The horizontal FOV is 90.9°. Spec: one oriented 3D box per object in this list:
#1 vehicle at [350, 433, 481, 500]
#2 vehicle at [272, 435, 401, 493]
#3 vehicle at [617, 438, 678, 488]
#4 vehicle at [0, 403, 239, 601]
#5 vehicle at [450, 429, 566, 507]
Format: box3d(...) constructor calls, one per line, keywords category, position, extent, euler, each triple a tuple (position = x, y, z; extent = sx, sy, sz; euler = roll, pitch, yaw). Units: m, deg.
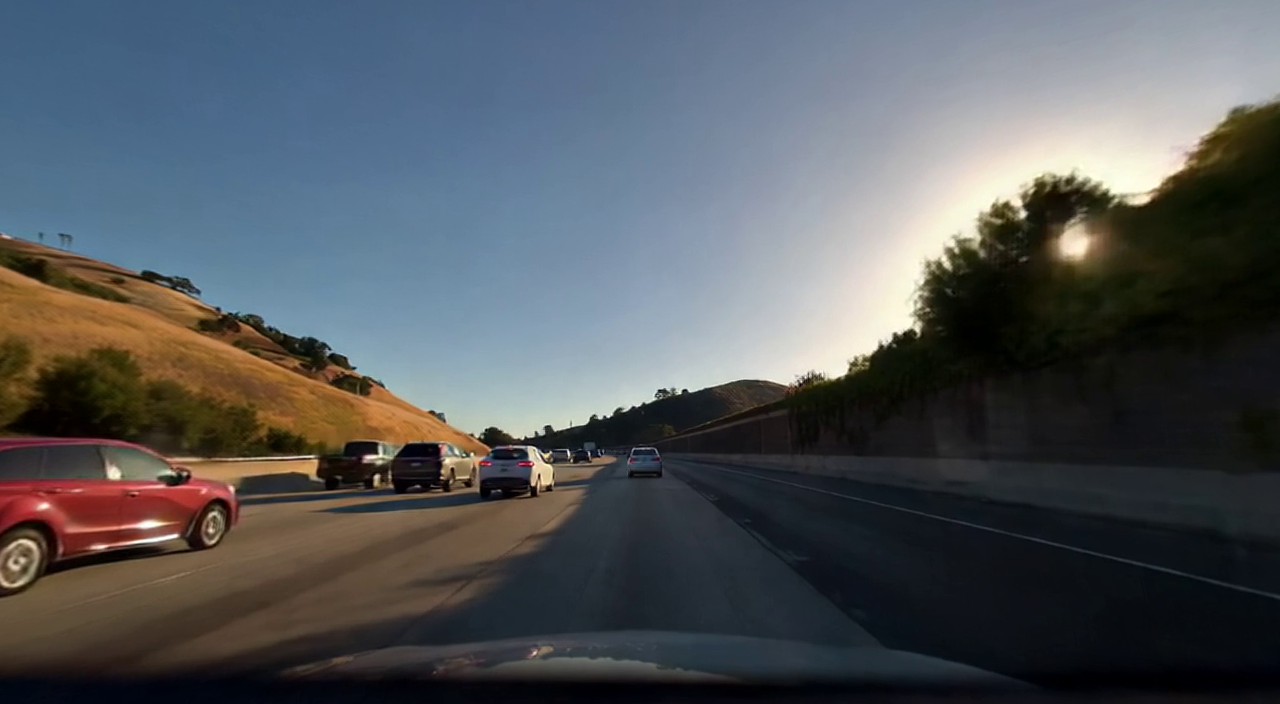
box3d(category="vehicle", position=(-6.916, 3.582, 20.224), extent=(2.108, 1.856, 5.214), euler=(0, -9, 2))
box3d(category="vehicle", position=(-11.209, 4.169, 23.865), extent=(2.013, 1.908, 5.617), euler=(0, -9, 1))
box3d(category="vehicle", position=(0.261, 4.362, 25.111), extent=(2.233, 1.804, 4.273), euler=(0, -9, 0))
box3d(category="vehicle", position=(-6.997, 1.530, 6.772), extent=(2.215, 1.797, 4.666), euler=(0, -9, 1))
box3d(category="vehicle", position=(-3.422, 3.117, 17.352), extent=(2.093, 1.820, 4.506), euler=(0, -9, 1))
